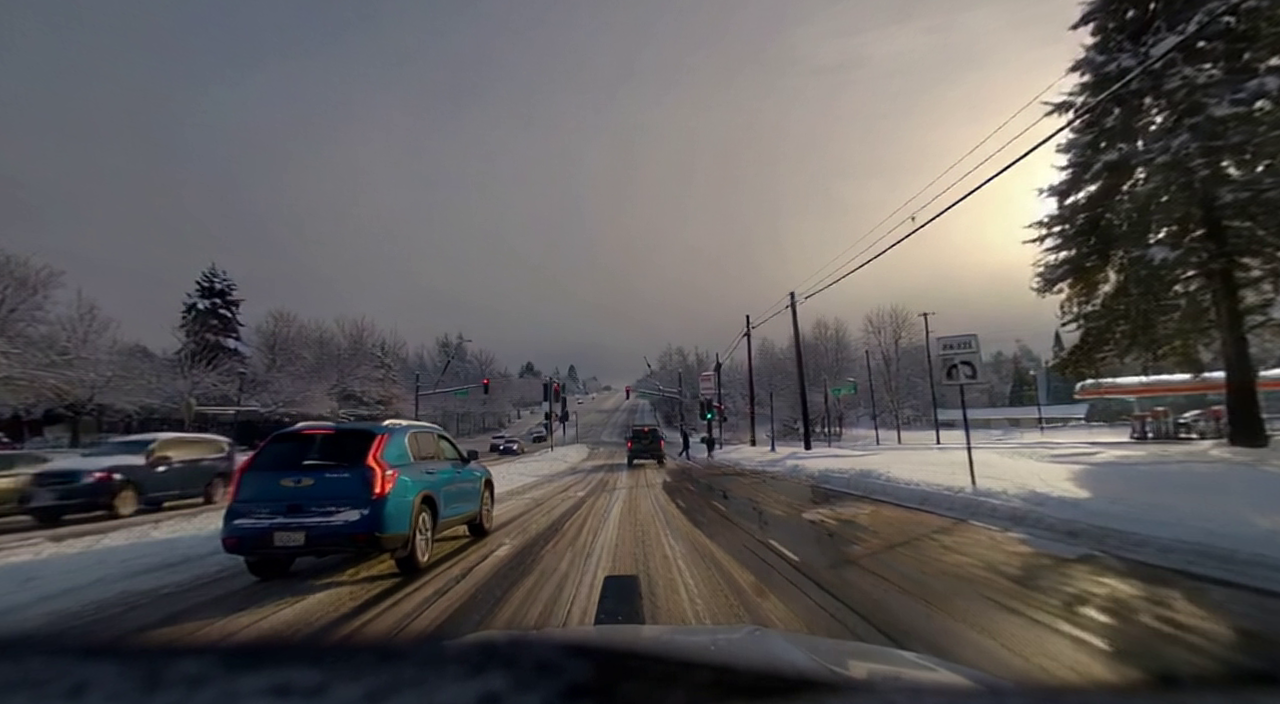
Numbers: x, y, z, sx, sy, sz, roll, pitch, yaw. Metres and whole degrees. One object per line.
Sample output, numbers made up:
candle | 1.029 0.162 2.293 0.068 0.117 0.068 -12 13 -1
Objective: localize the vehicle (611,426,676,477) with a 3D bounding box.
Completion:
vehicle | 0.094 4.320 27.545 2.552 1.999 5.498 0 -8 -1

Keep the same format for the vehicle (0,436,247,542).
vehicle | -9.915 2.545 12.414 1.943 1.643 4.167 -1 -8 -6

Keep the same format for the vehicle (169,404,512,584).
vehicle | -3.424 1.732 8.651 2.247 1.734 4.919 0 -8 1
